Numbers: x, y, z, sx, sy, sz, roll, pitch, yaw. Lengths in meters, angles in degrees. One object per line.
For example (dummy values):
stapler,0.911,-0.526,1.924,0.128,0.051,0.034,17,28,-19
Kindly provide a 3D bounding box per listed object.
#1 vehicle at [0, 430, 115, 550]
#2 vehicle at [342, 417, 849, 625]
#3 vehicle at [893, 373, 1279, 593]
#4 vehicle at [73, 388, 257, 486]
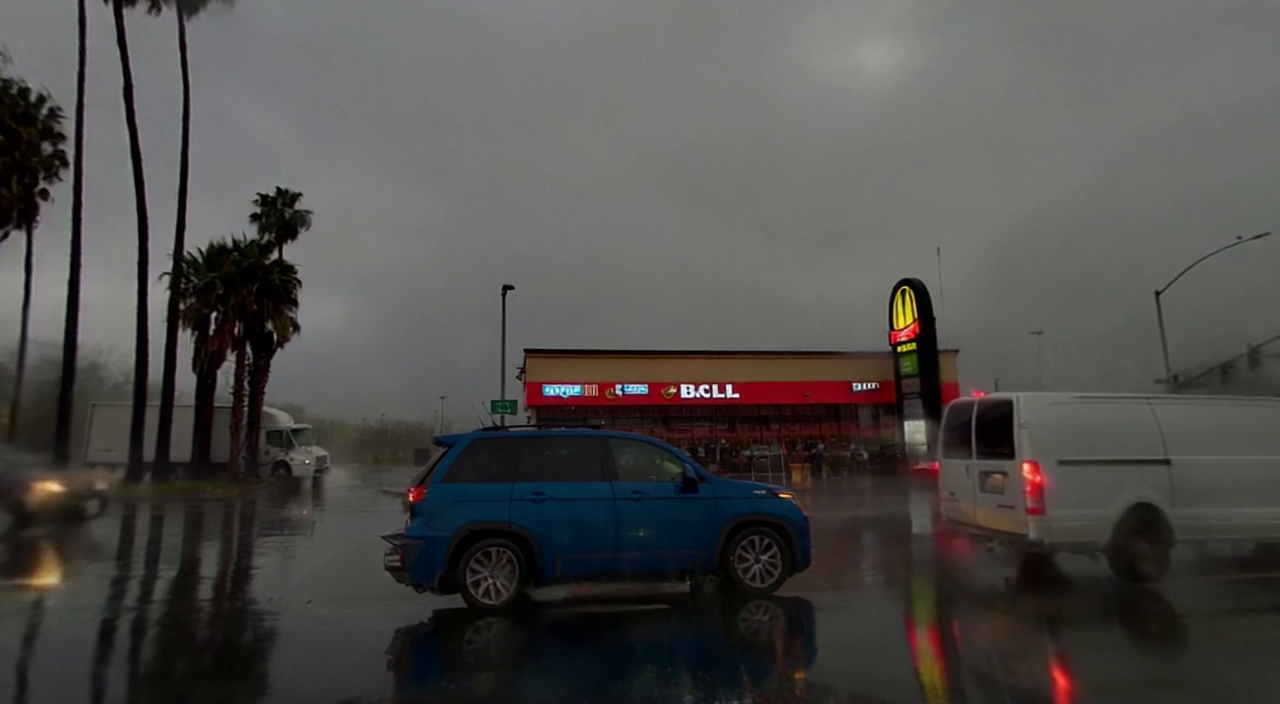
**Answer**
vehicle,-10.970,1.999,9.396,4.280,1.625,2.062,1,-9,-7
vehicle,-0.421,1.624,6.764,4.493,1.728,2.137,1,-9,-8
vehicle,6.782,1.528,7.930,6.246,2.202,2.277,1,-9,-7
vehicle,-21.537,4.017,29.444,3.034,3.929,7.699,1,-9,-6
